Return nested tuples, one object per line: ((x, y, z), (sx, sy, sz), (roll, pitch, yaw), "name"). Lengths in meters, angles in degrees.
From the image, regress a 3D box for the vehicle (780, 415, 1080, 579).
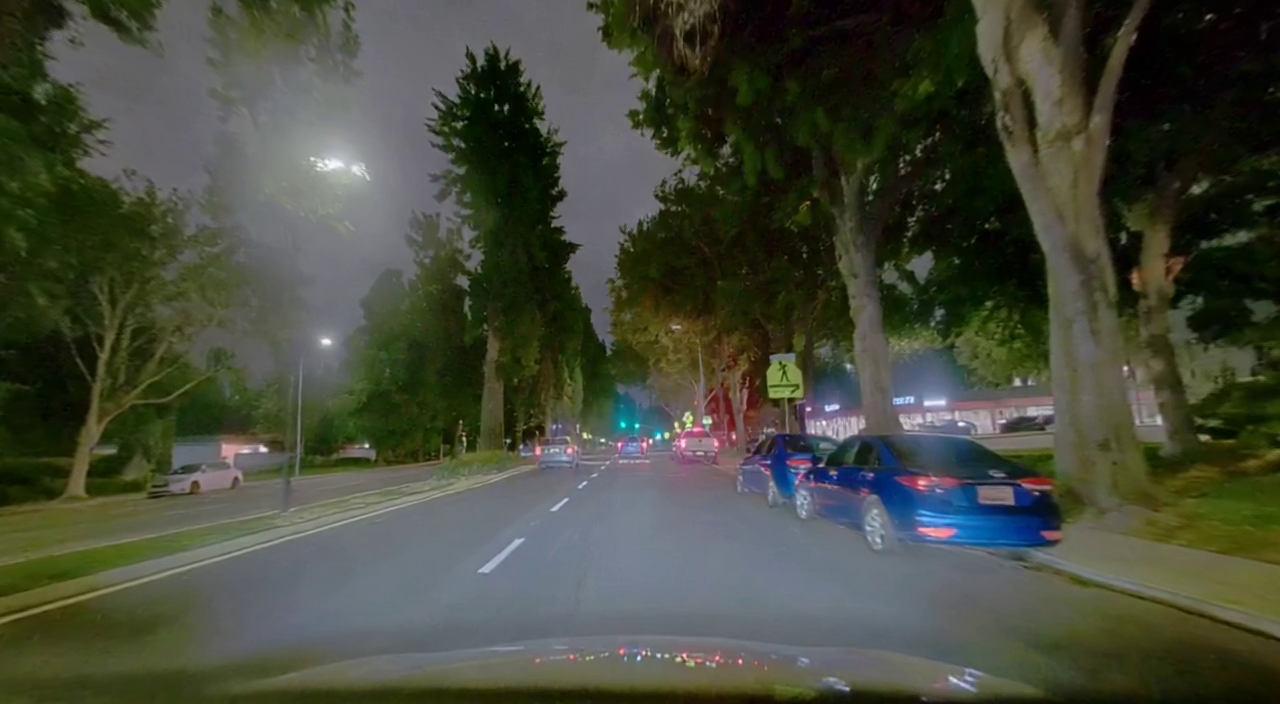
((3.307, 1.728, 8.422), (1.819, 1.554, 4.638), (0, -8, 0), "vehicle")

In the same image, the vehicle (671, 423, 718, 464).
((2.884, 5.010, 34.492), (2.072, 2.017, 5.590), (0, -8, 0), "vehicle")

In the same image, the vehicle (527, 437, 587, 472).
((-3.642, 4.575, 28.399), (2.083, 1.460, 4.527), (0, -8, 0), "vehicle")

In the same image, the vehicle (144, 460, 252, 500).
((-19.385, 5.585, 27.847), (1.812, 1.499, 4.276), (0, -8, -3), "vehicle")

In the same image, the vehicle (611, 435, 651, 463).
((-0.524, 5.610, 36.566), (2.187, 1.478, 4.138), (0, -8, -1), "vehicle")
